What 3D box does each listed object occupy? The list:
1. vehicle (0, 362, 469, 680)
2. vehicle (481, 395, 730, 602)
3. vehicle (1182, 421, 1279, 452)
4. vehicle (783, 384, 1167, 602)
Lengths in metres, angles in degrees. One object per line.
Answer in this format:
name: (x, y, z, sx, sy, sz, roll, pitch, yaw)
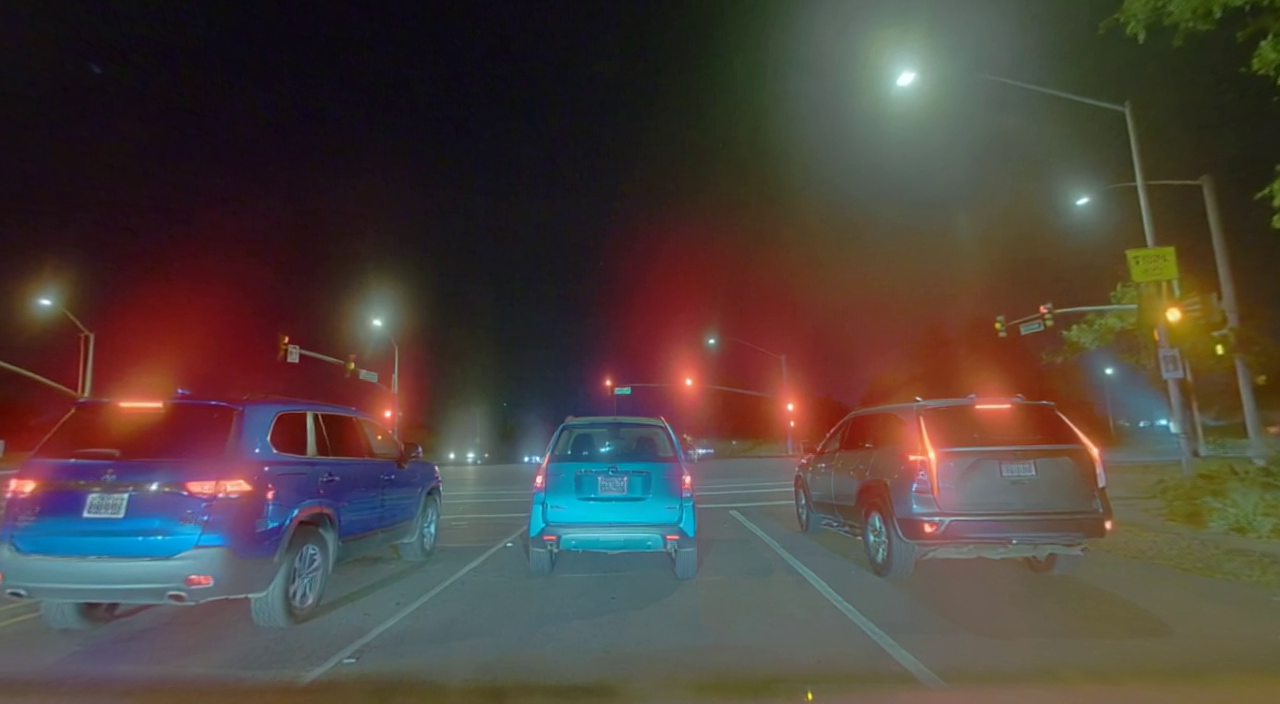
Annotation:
vehicle: (-3.272, 1.284, 5.886, 2.047, 1.810, 4.414, 0, -8, 1)
vehicle: (-0.233, 1.514, 7.322, 2.067, 1.702, 3.987, 0, -8, 2)
vehicle: (32.866, 4.674, 34.807, 4.175, 1.634, 1.877, 1, -8, -5)
vehicle: (3.272, 1.487, 7.514, 2.083, 1.779, 4.532, 0, -8, 0)
